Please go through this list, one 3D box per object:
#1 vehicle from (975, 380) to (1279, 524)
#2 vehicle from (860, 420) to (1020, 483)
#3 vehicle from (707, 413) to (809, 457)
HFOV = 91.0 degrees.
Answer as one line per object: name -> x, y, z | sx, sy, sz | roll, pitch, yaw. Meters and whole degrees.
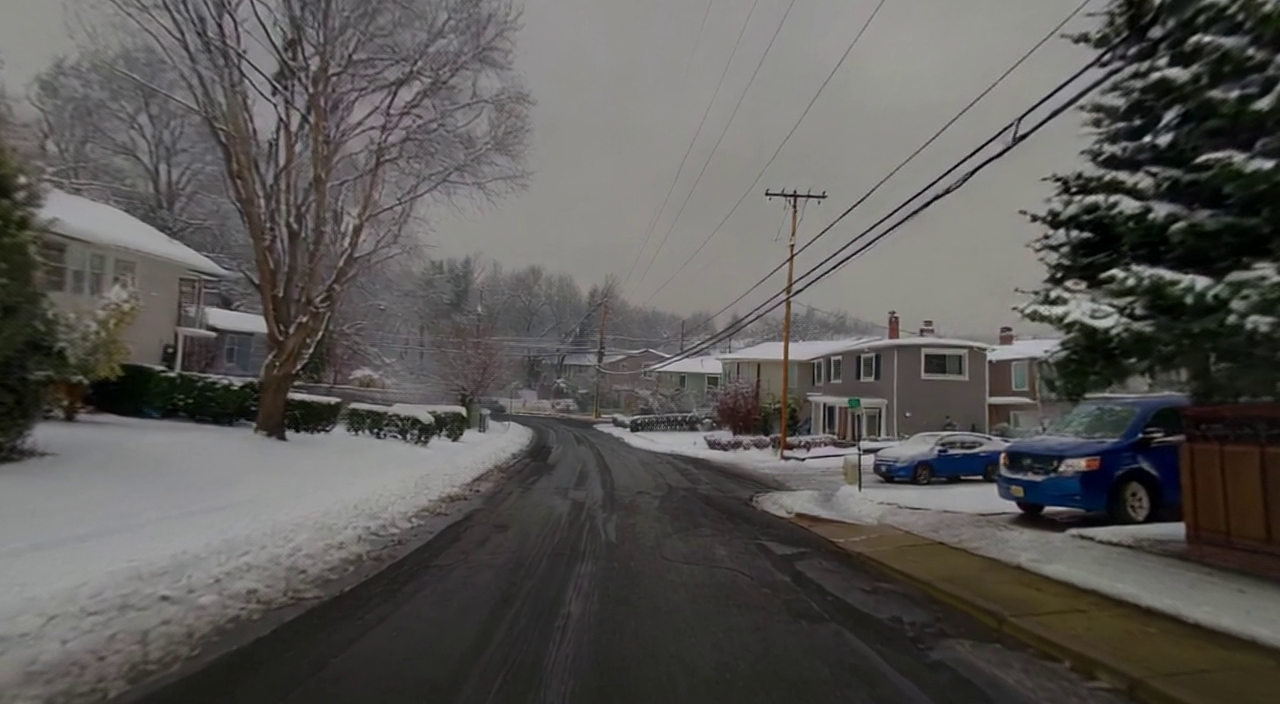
vehicle -> 9.946, 1.879, 11.762 | 6.615, 2.137, 2.578 | 4, -9, -19
vehicle -> 10.174, 3.360, 21.452 | 4.443, 1.948, 2.230 | 2, -10, -17
vehicle -> 6.935, 4.897, 36.668 | 5.663, 1.913, 2.170 | 10, -14, -26
